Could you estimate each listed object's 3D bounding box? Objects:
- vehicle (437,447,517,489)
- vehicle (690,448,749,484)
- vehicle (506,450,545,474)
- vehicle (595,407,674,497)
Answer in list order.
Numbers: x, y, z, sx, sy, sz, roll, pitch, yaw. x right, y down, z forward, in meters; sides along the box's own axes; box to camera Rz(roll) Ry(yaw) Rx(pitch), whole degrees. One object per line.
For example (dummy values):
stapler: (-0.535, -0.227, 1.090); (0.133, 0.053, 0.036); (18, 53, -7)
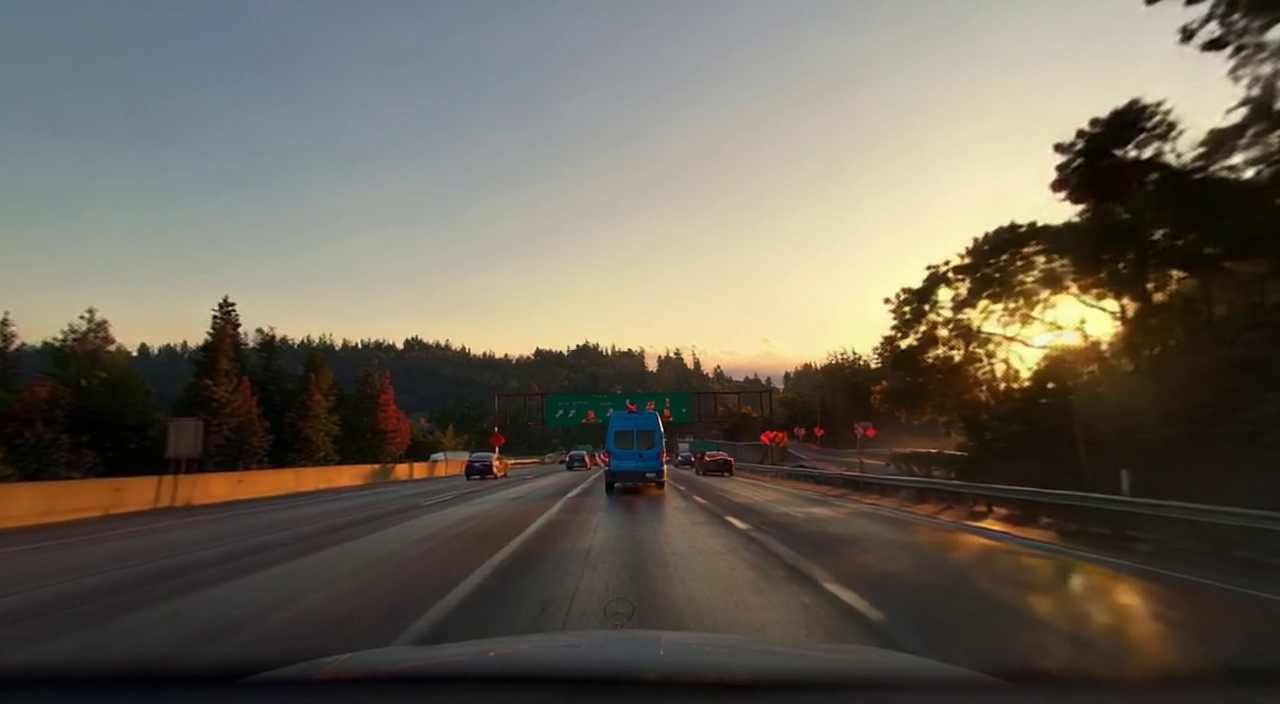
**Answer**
vehicle: (-6.492, 4.669, 25.519); (2.003, 1.498, 4.386); (-1, -9, 1)
vehicle: (3.506, 5.130, 28.502); (2.015, 1.491, 4.732); (0, -9, -1)
vehicle: (-7.651, 7.388, 42.237); (2.026, 1.506, 4.102); (0, -9, -2)
vehicle: (-0.245, 3.303, 20.788); (2.268, 2.551, 5.144); (0, -9, -2)
